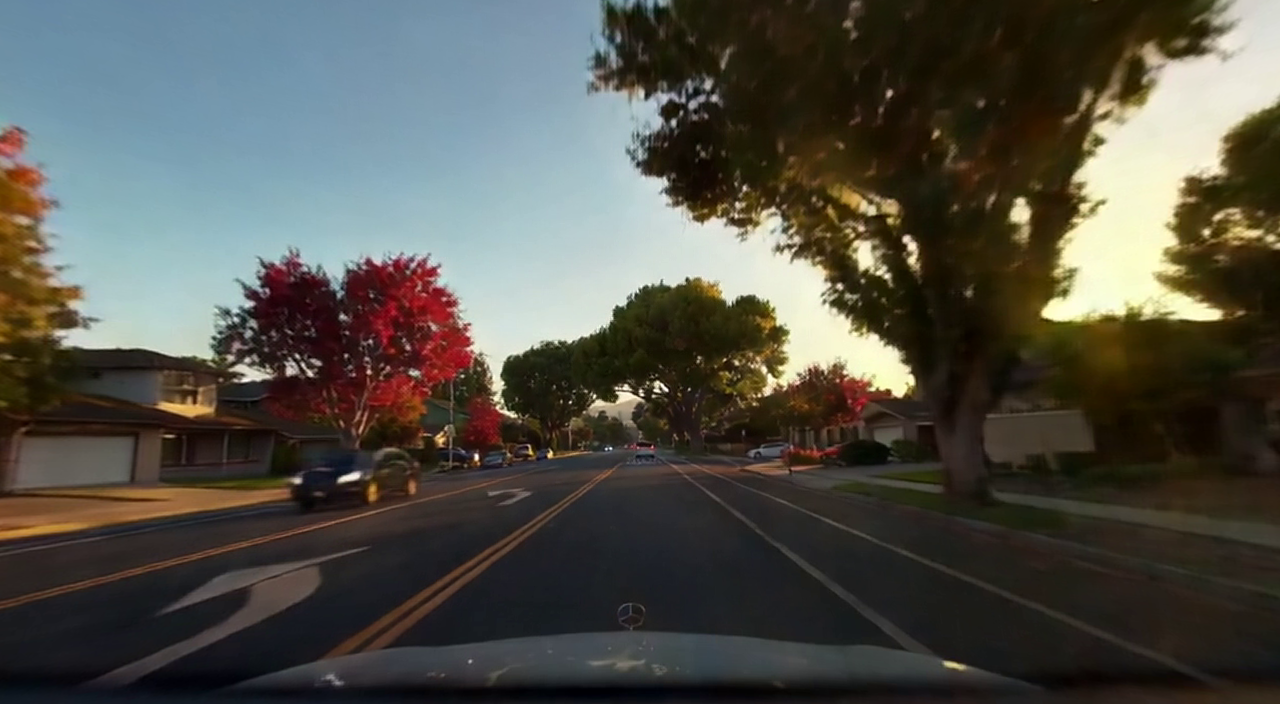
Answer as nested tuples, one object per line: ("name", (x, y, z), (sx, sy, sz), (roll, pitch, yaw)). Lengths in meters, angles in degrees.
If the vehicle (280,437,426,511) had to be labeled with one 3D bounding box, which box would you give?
("vehicle", (-7.627, 3.255, 17.295), (1.977, 1.753, 4.128), (0, -8, 1))
